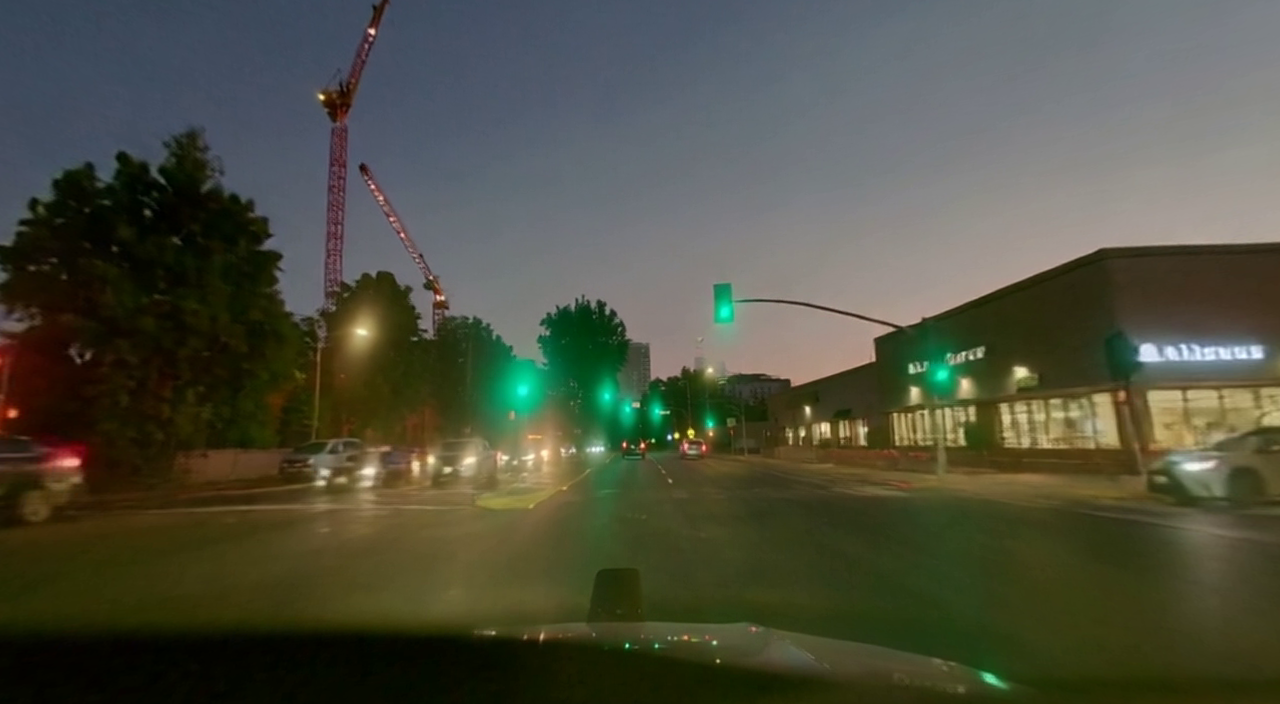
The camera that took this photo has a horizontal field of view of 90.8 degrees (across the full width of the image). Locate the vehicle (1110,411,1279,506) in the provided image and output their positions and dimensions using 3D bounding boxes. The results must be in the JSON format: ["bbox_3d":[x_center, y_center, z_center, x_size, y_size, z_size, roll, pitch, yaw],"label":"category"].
[{"bbox_3d":[12.815,2.140,12.868,4.641,1.772,2.080,-1,-9,7],"label":"vehicle"}]

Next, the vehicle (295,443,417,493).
[{"bbox_3d":[-9.124,3.747,20.792,1.947,1.434,4.557,0,-8,-1],"label":"vehicle"}]

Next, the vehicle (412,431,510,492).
[{"bbox_3d":[-5.820,3.563,21.089,1.983,1.715,4.466,-2,-8,0],"label":"vehicle"}]
